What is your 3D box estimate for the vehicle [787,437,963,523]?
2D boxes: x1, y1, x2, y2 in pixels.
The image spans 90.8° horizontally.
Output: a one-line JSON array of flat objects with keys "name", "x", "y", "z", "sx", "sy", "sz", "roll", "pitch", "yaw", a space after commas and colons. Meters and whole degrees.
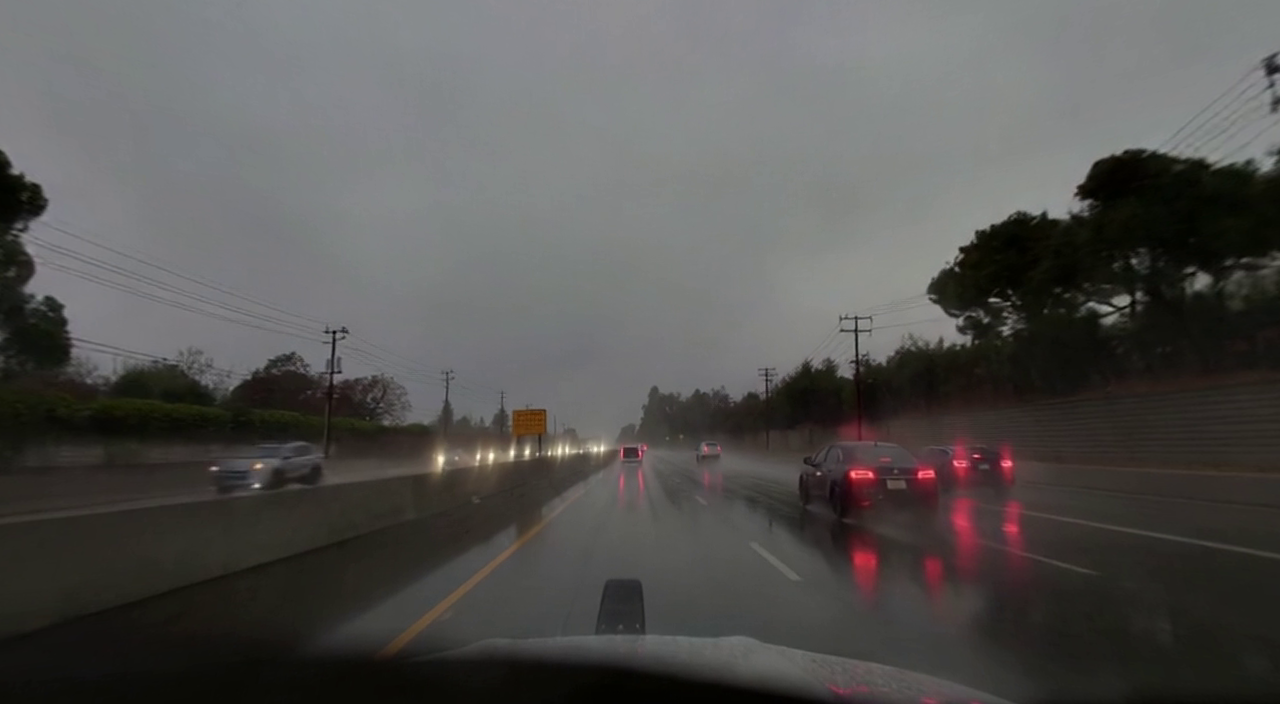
[{"name": "vehicle", "x": 4.797, "y": 2.664, "z": 13.773, "sx": 2.069, "sy": 1.520, "sz": 4.614, "roll": 0, "pitch": -9, "yaw": 0}]

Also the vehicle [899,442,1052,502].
[{"name": "vehicle", "x": 9.595, "y": 3.435, "z": 18.578, "sx": 1.969, "sy": 1.506, "sz": 4.422, "roll": 0, "pitch": -9, "yaw": -2}]

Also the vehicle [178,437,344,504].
[{"name": "vehicle", "x": -10.851, "y": 3.399, "z": 18.602, "sx": 2.042, "sy": 1.697, "sz": 4.552, "roll": 0, "pitch": -9, "yaw": 0}]

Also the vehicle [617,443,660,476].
[{"name": "vehicle", "x": -0.121, "y": 5.262, "z": 31.128, "sx": 1.993, "sy": 1.506, "sz": 3.883, "roll": 0, "pitch": -8, "yaw": -1}]

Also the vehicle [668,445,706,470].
[{"name": "vehicle", "x": 2.944, "y": 6.715, "z": 40.398, "sx": 1.981, "sy": 1.480, "sz": 4.316, "roll": 0, "pitch": -9, "yaw": -1}]
